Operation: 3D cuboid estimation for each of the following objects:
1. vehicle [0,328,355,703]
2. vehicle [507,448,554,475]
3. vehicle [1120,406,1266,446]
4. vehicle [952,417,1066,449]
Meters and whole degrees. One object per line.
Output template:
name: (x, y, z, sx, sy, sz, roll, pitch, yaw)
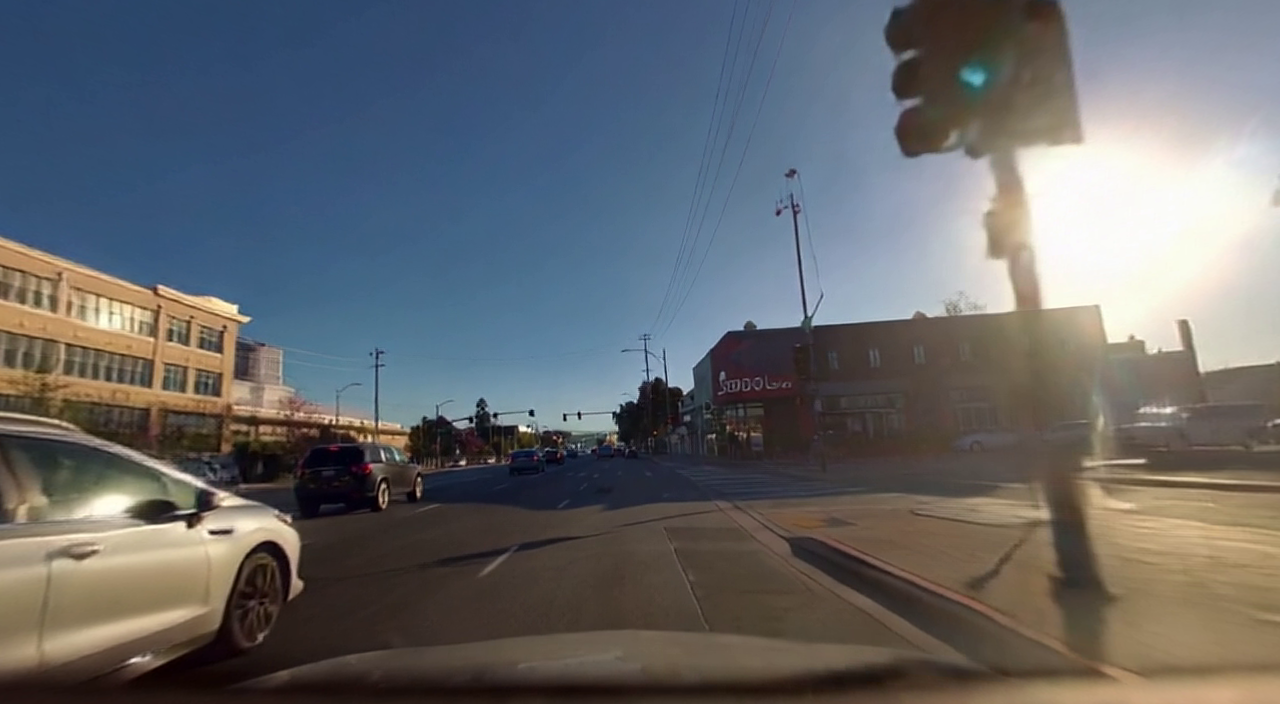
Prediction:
vehicle: (-3.416, 0.862, 2.575, 2.277, 1.743, 4.893, 0, -9, -1)
vehicle: (-6.657, 6.708, 38.780, 2.030, 1.488, 4.650, -1, -9, 0)
vehicle: (22.689, 3.148, 26.171, 1.787, 1.409, 4.798, -1, -9, 1)
vehicle: (18.894, 4.197, 32.413, 4.573, 1.532, 1.983, 0, -9, -1)
